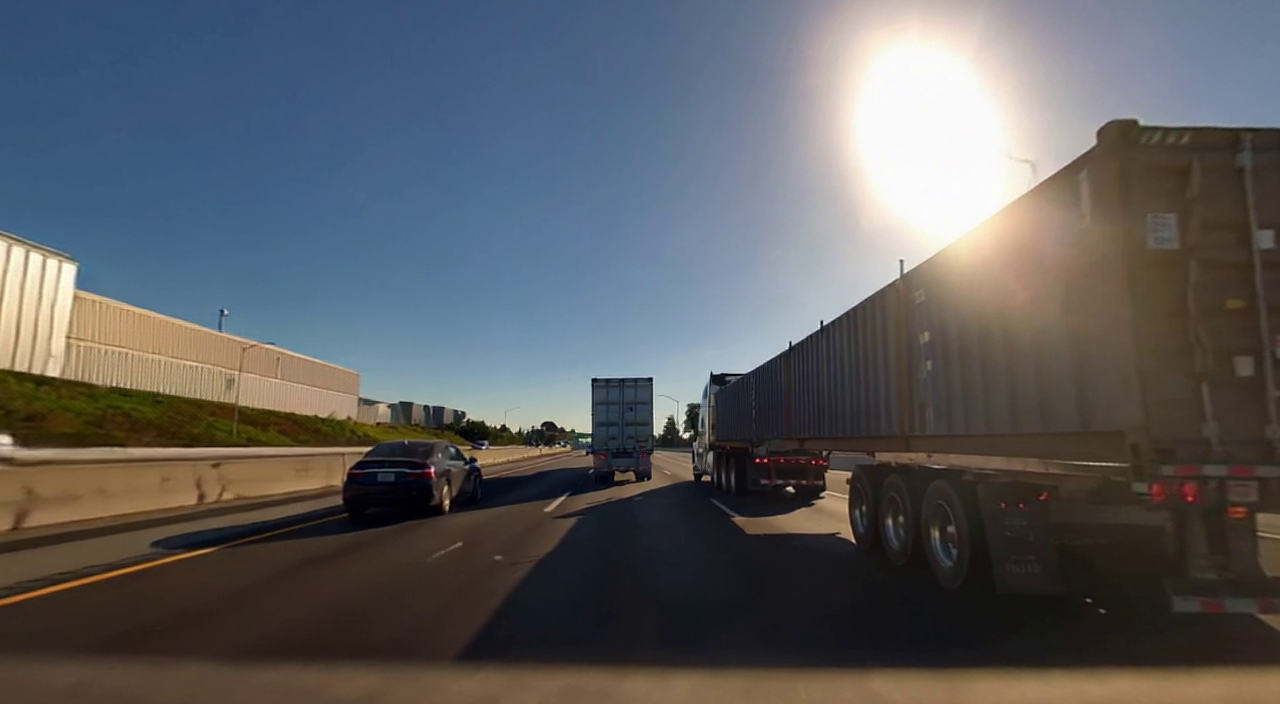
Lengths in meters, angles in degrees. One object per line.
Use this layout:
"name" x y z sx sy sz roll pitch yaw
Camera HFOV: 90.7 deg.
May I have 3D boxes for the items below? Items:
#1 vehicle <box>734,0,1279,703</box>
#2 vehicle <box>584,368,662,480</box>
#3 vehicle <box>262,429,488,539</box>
"vehicle" 3.763 0.521 8.617 2.803 4.072 12.744 0 -9 -1
"vehicle" -0.567 3.512 29.146 2.841 4.071 12.046 0 -9 1
"vehicle" -4.185 2.155 11.007 1.994 1.471 4.591 0 -9 -1
